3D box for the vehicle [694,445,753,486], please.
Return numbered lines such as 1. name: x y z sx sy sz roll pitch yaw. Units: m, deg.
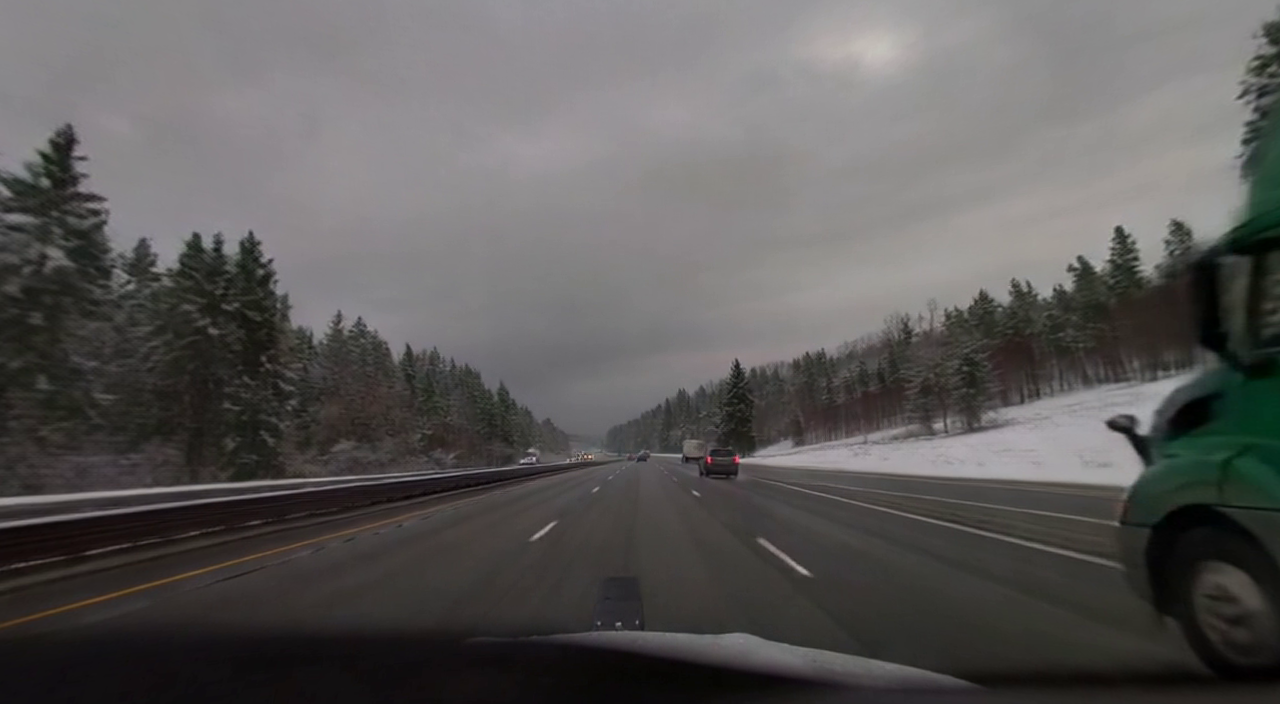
1. vehicle: 3.577 4.927 27.673 2.019 1.601 3.953 0 -9 -1
